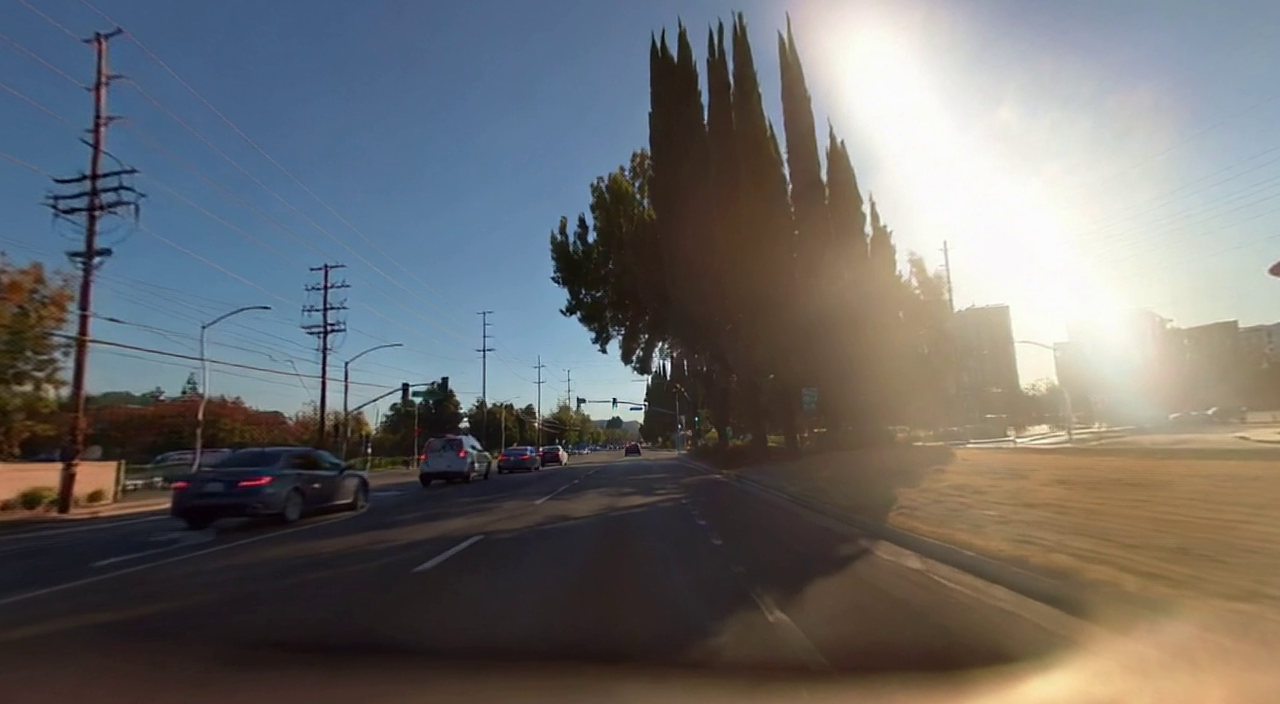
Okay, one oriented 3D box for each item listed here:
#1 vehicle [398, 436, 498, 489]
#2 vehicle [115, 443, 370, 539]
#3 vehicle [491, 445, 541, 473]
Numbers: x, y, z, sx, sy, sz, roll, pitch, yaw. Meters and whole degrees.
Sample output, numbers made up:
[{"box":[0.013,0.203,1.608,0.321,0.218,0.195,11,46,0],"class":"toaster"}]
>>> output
[{"box":[-7.013,4.083,23.728,2.101,1.768,5.040,0,-8,1],"class":"vehicle"},{"box":[-7.083,2.473,11.990,2.008,1.456,4.409,0,-8,-1],"class":"vehicle"},{"box":[-6.978,6.037,35.961,1.854,1.481,4.518,-1,-8,1],"class":"vehicle"}]
